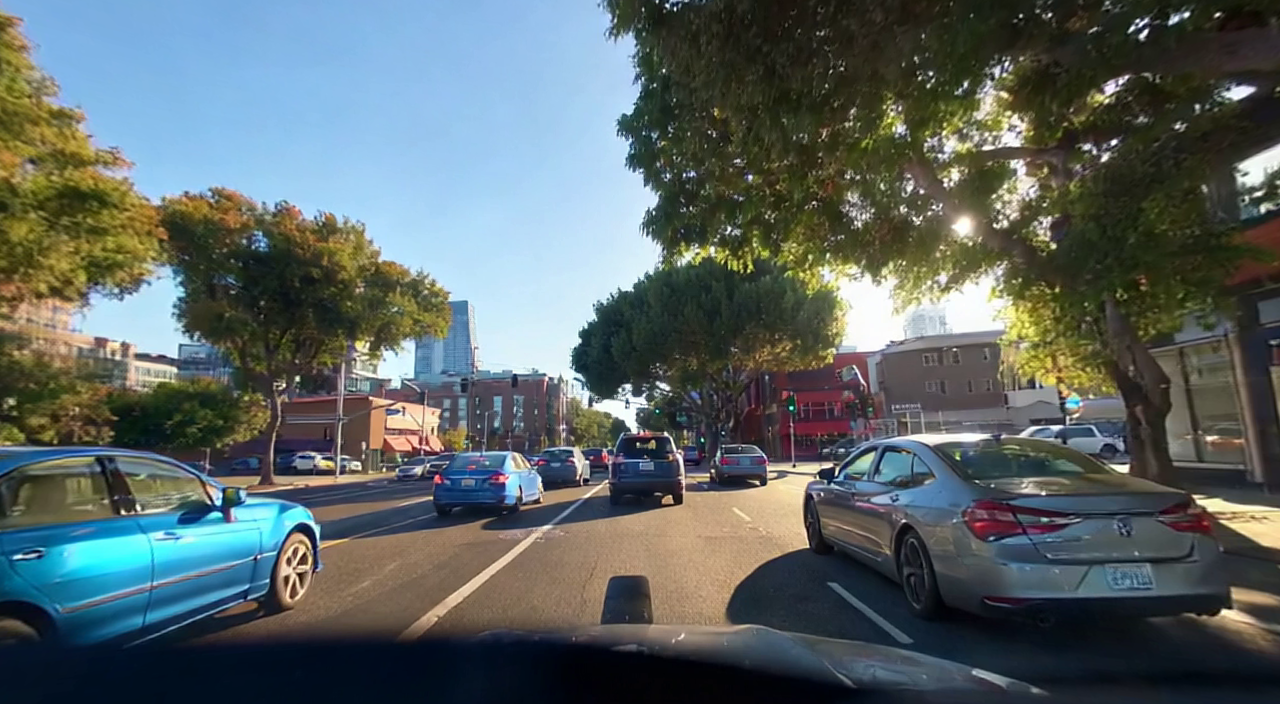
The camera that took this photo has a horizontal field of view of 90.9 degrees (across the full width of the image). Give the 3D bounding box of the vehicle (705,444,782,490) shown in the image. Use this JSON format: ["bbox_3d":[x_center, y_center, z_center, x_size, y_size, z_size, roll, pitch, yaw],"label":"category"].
[{"bbox_3d":[3.622,4.094,22.858,2.058,1.472,4.317,0,-8,0],"label":"vehicle"}]

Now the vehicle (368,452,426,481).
[{"bbox_3d":[-15.385,7.222,40.160,1.907,1.681,4.319,0,-8,1],"label":"vehicle"}]

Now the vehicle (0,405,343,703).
[{"bbox_3d":[-3.966,1.168,3.869,2.173,1.536,4.285,0,-8,0],"label":"vehicle"}]

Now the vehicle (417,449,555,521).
[{"bbox_3d":[-3.337,2.954,14.548,2.115,1.369,3.908,0,-8,2],"label":"vehicle"}]

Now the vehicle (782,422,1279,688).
[{"bbox_3d":[2.893,1.480,5.870,2.052,1.475,4.540,0,-8,0],"label":"vehicle"}]

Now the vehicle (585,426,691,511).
[{"bbox_3d":[-0.024,2.942,16.419,2.361,1.898,4.465,0,-8,0],"label":"vehicle"}]
